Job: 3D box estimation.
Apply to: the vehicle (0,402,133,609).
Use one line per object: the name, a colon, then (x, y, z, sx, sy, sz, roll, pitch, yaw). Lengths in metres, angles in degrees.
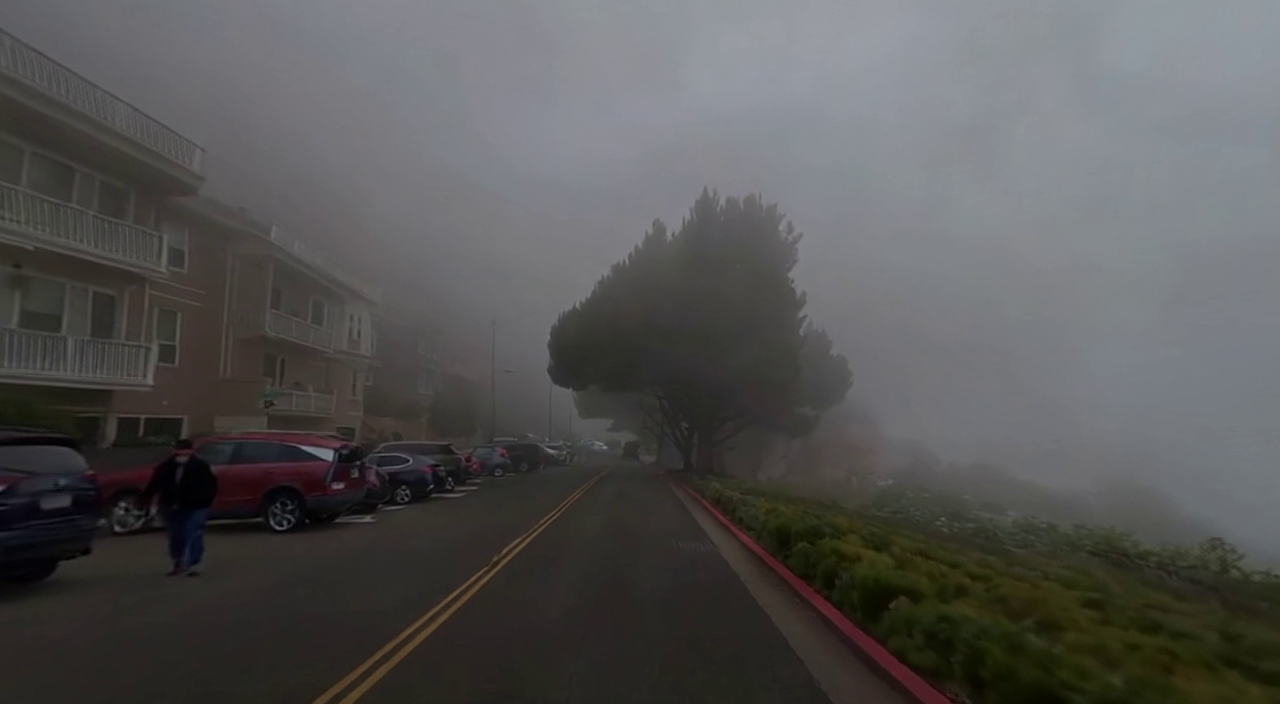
vehicle: (-7.879, 1.479, 6.193, 4.025, 1.878, 1.954, 0, -9, -1)

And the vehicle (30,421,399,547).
vehicle: (-7.320, 2.299, 11.357, 4.981, 1.975, 2.296, -1, -9, 3)
